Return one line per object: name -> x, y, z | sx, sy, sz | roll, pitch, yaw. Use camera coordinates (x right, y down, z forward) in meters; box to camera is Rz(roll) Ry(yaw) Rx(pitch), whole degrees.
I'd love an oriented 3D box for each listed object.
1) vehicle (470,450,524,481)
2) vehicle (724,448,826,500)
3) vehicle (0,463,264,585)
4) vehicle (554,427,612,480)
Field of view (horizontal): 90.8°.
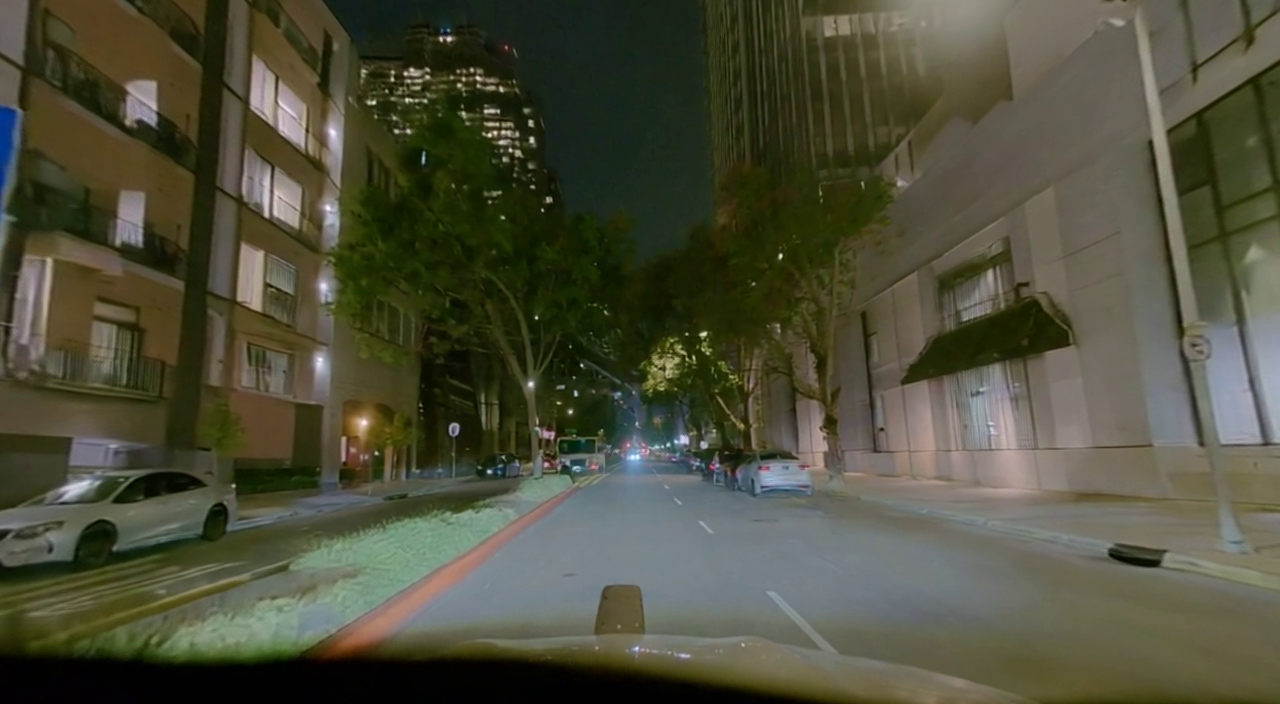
vehicle -> -8.887, 7.086, 39.650 | 2.256, 1.802, 4.333 | 0, -8, 2
vehicle -> 4.620, 3.999, 21.187 | 1.858, 1.491, 4.329 | -6, -10, 33
vehicle -> -8.711, 2.711, 10.761 | 2.007, 1.503, 4.343 | 0, -8, -1
vehicle -> -2.974, 5.502, 34.492 | 2.317, 2.596, 6.053 | 0, -8, 2
